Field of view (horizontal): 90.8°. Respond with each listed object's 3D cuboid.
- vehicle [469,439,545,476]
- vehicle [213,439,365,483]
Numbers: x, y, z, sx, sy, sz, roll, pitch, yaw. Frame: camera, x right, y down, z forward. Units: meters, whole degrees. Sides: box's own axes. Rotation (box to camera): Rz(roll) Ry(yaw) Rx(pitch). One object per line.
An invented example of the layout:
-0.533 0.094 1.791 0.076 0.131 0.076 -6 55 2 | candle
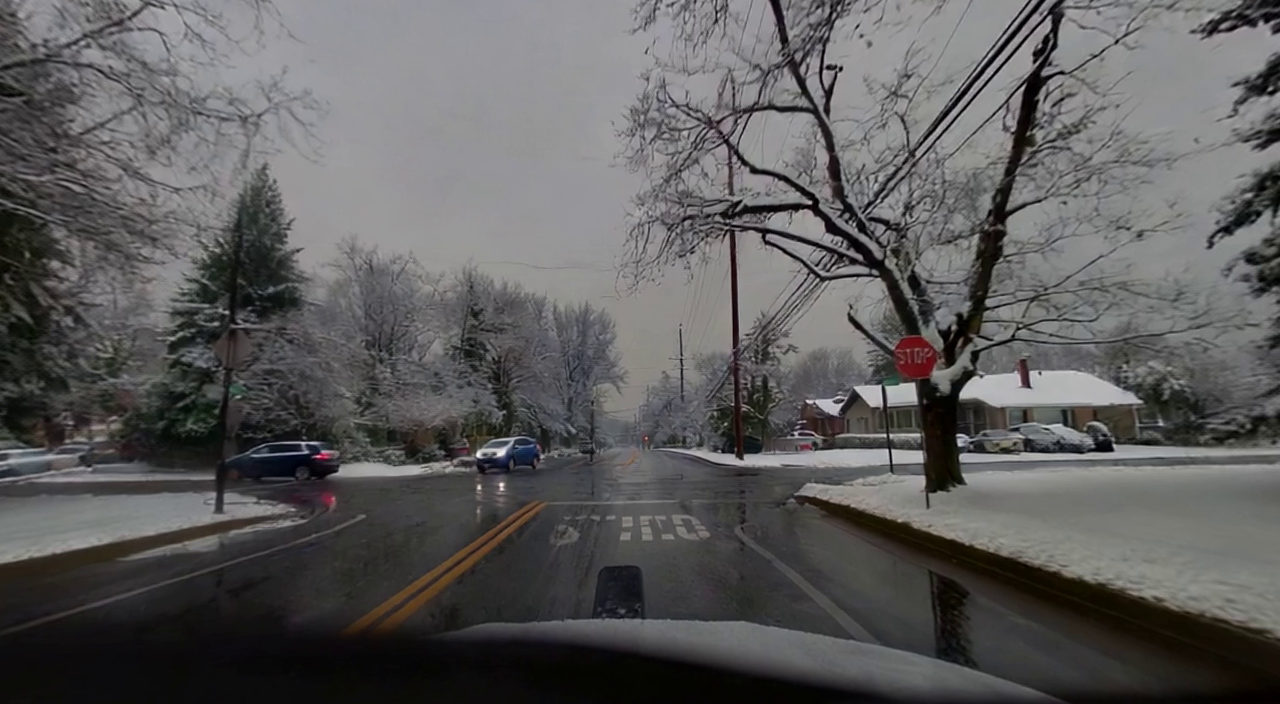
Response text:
-6.274 5.022 30.350 1.988 1.596 4.396 -2 -8 11 | vehicle
-14.159 4.407 25.725 4.968 1.728 1.987 0 -8 1 | vehicle
